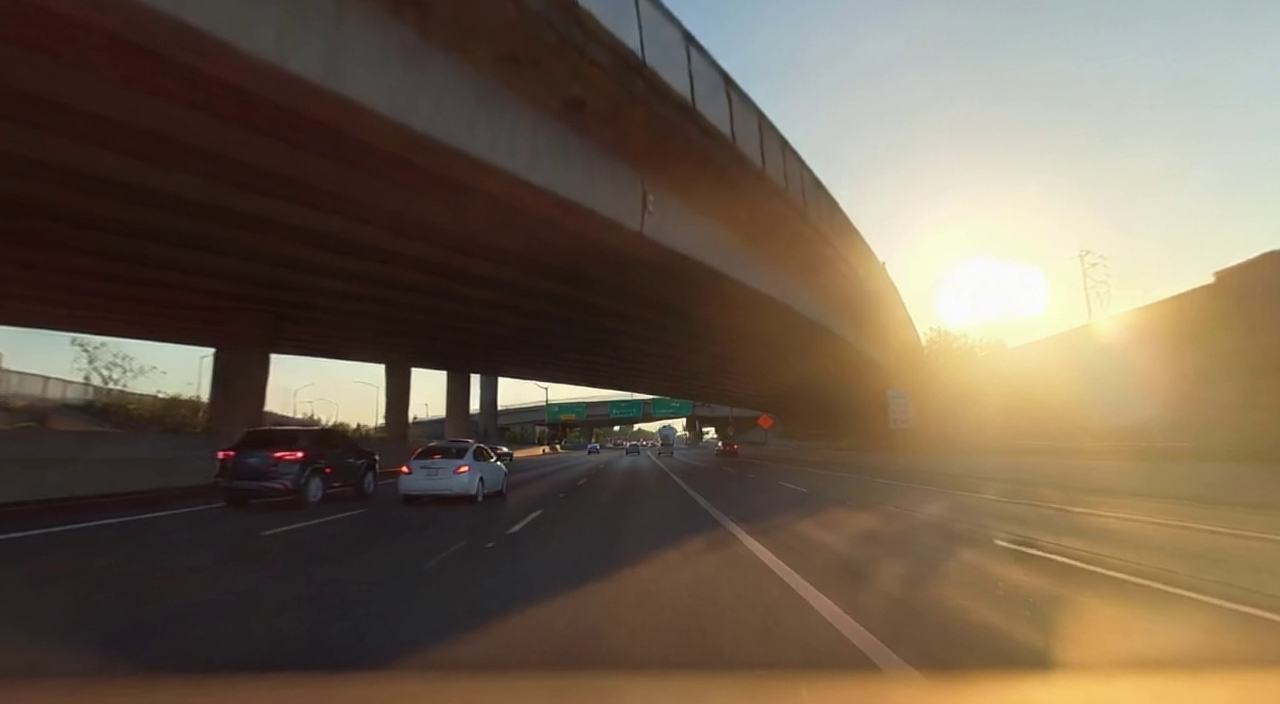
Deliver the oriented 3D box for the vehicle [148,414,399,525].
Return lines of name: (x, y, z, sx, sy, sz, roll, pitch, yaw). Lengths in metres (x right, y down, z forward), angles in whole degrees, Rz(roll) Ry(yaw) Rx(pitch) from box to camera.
vehicle: (-7.229, 2.371, 13.358, 2.208, 1.876, 5.088, 0, -8, 0)

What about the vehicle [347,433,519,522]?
vehicle: (-4.035, 2.519, 13.277, 2.051, 1.516, 4.493, 0, -8, 0)
